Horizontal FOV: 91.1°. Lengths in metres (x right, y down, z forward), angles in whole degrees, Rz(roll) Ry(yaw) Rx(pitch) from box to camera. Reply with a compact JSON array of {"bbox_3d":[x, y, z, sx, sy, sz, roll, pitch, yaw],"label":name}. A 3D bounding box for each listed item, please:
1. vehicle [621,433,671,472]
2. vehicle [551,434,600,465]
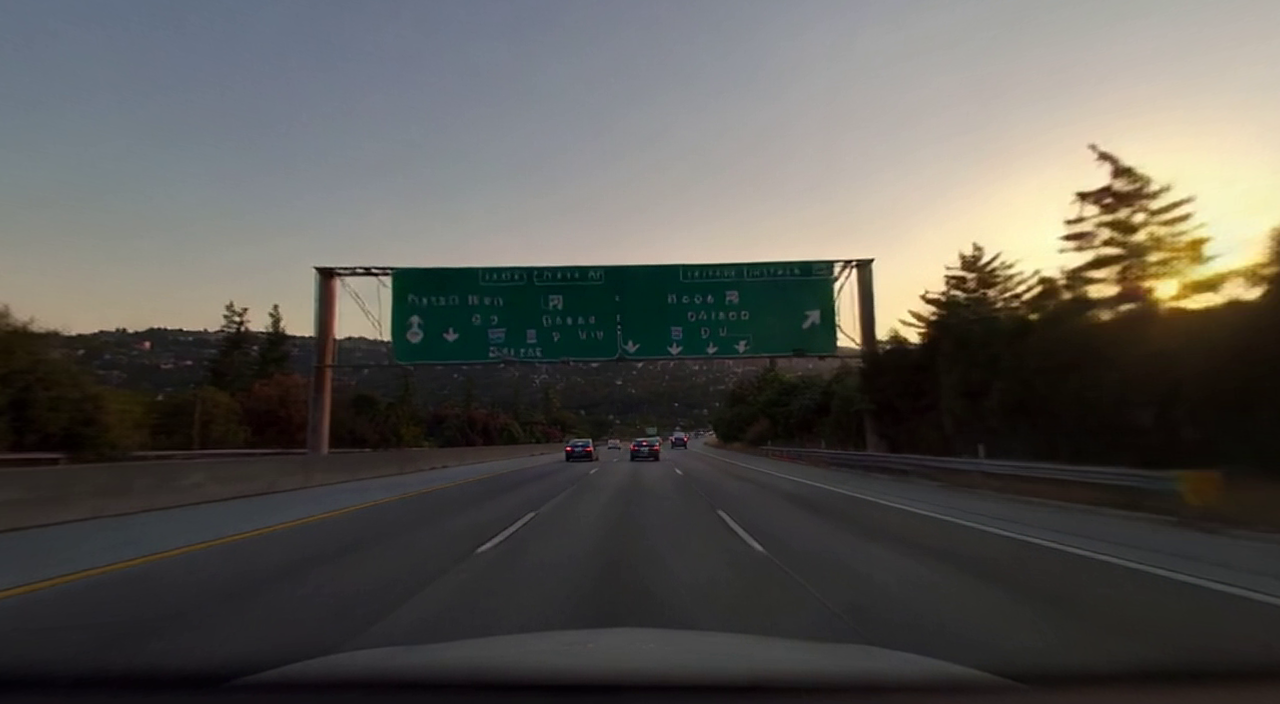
[{"bbox_3d":[0.246,4.333,27.298,2.049,1.542,3.816,0,-8,0],"label":"vehicle"},{"bbox_3d":[-3.432,5.291,34.178,2.066,1.561,4.495,0,-8,1],"label":"vehicle"}]
